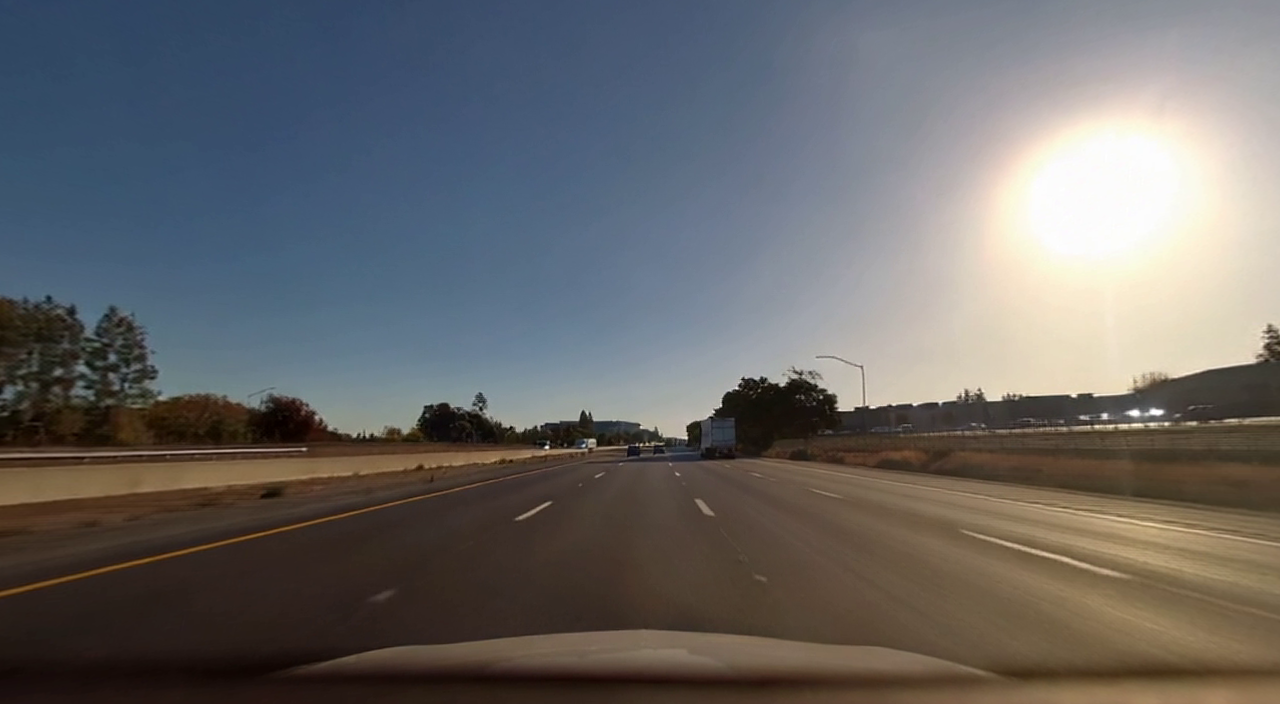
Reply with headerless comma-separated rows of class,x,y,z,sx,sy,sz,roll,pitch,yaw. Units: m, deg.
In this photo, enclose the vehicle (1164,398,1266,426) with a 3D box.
vehicle,44.371,4.679,48.866,2.205,1.861,5.602,1,-9,-8
